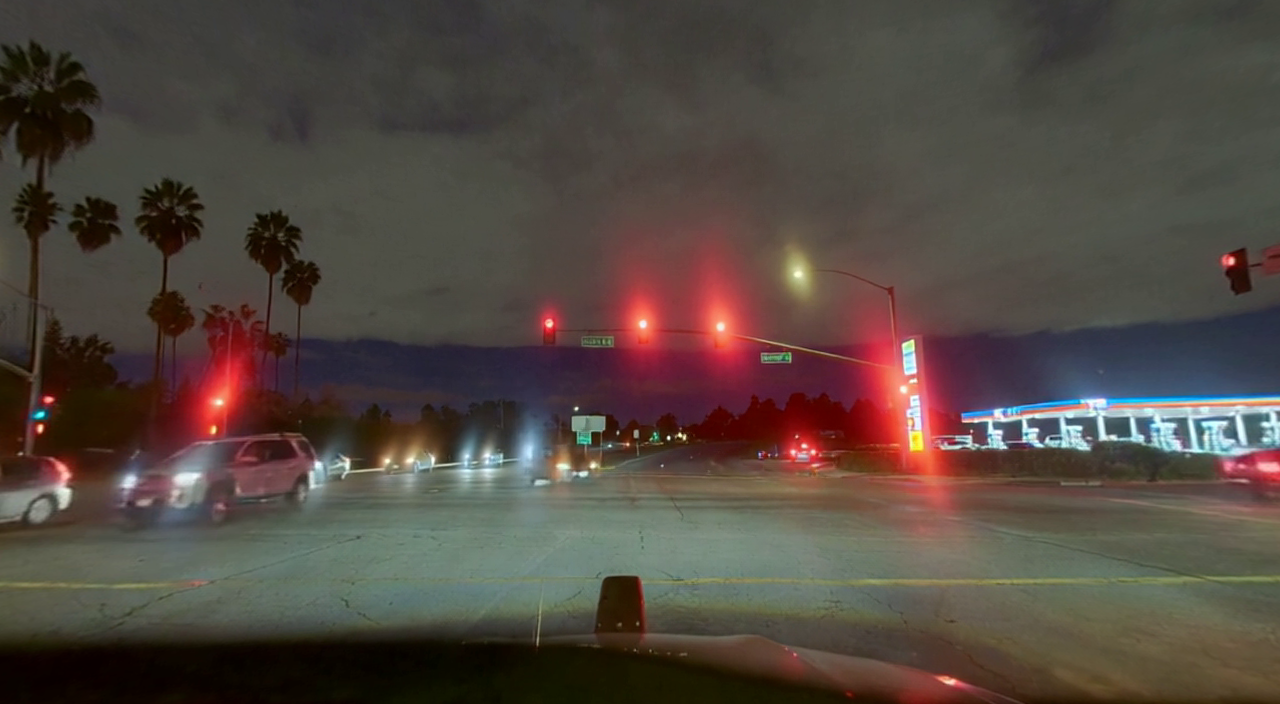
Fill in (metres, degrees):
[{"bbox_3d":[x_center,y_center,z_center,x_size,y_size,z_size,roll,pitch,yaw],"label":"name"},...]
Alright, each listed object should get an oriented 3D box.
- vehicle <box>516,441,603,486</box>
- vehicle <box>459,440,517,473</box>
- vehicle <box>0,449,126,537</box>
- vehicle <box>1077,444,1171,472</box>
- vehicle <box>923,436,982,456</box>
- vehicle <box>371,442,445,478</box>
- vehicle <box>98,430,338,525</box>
[{"bbox_3d":[-3.089,4.068,23.360,1.983,1.464,4.579,4,-9,-23],"label":"vehicle"},{"bbox_3d":[-8.526,5.911,35.950,2.124,1.701,4.551,0,-9,1],"label":"vehicle"},{"bbox_3d":[-11.768,2.423,10.926,1.966,1.455,4.493,0,-9,-1],"label":"vehicle"},{"bbox_3d":[24.270,5.304,31.739,3.474,1.376,1.538,0,-9,-2],"label":"vehicle"},{"bbox_3d":[22.550,6.770,45.661,3.356,1.395,1.559,0,-9,-1],"label":"vehicle"},{"bbox_3d":[-11.856,5.531,32.657,1.973,1.712,4.872,0,-9,0],"label":"vehicle"},{"bbox_3d":[-8.489,2.552,13.329,2.156,1.662,4.186,0,-9,0],"label":"vehicle"}]
